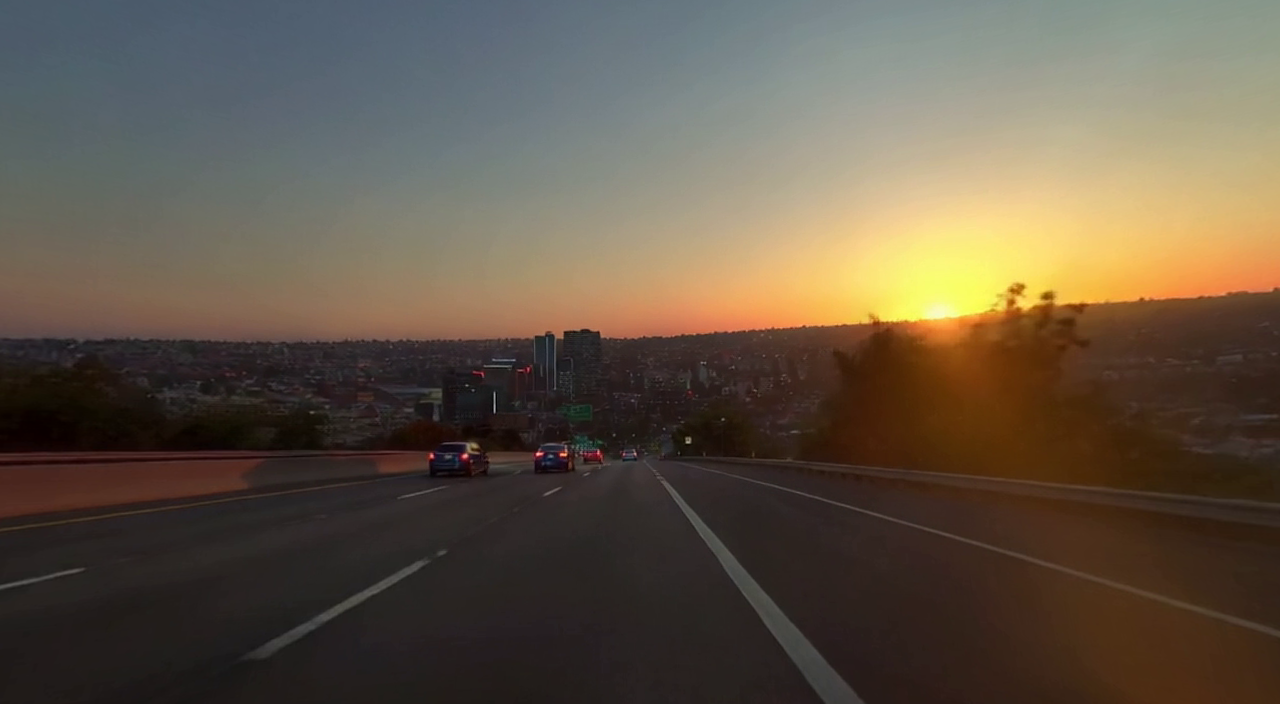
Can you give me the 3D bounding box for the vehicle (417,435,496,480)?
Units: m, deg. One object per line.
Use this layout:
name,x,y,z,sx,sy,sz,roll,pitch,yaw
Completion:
vehicle,-8.042,4.675,28.238,2.040,1.824,4.917,0,-9,0

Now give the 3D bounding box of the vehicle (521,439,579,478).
vehicle,-4.173,4.993,29.908,2.075,1.702,4.257,0,-9,0
